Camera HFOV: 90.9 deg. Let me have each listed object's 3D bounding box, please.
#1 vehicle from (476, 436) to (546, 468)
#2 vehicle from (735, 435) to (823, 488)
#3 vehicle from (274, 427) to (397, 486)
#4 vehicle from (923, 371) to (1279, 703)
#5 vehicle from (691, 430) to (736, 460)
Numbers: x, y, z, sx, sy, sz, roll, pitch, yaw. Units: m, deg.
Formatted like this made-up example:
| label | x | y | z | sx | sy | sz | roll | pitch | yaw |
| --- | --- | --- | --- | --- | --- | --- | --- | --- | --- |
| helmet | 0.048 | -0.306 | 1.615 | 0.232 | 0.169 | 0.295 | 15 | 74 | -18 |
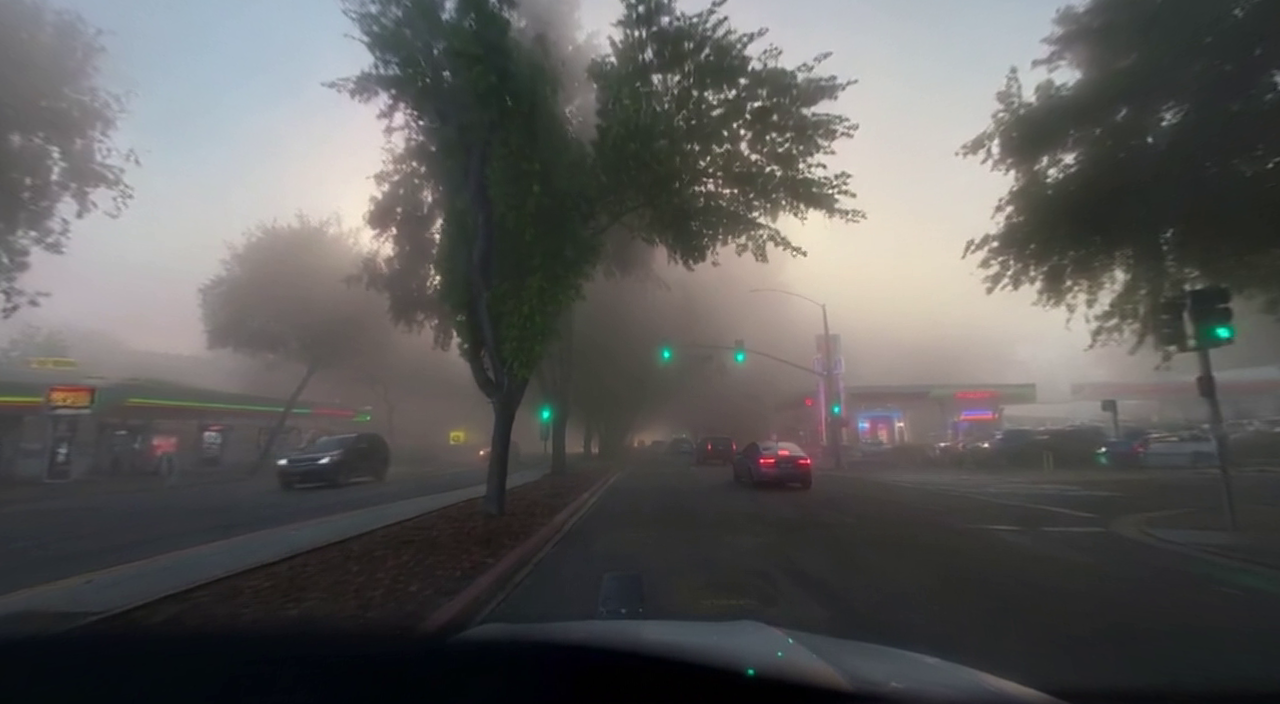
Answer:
| label | x | y | z | sx | sy | sz | roll | pitch | yaw |
| --- | --- | --- | --- | --- | --- | --- | --- | --- | --- |
| vehicle | -7.365 | 5.742 | 36.572 | 2.842 | 1.476 | 4.980 | -3 | -6 | 2 |
| vehicle | 4.201 | 3.359 | 19.755 | 1.871 | 1.442 | 4.122 | 0 | -8 | 1 |
| vehicle | -10.841 | 3.730 | 22.913 | 2.416 | 1.903 | 4.339 | 0 | -8 | -3 |
| vehicle | 3.823 | 1.085 | 3.961 | 1.875 | 1.665 | 4.931 | 0 | -8 | 1 |
| vehicle | 5.109 | 6.524 | 44.536 | 2.611 | 1.983 | 5.165 | 0 | -8 | 1 |
